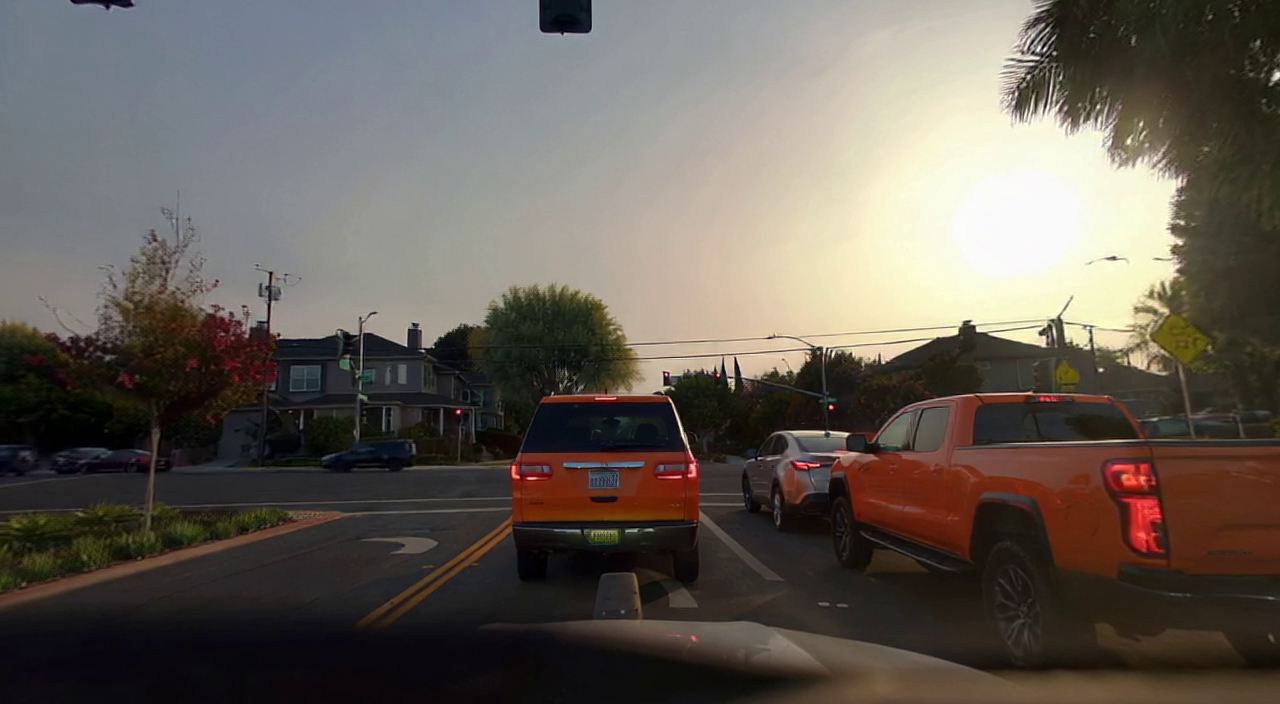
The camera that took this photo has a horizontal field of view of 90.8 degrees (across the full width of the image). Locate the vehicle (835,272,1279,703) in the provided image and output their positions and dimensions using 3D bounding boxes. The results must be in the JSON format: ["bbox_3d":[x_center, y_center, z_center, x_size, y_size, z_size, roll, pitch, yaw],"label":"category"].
[{"bbox_3d":[2.987,0.946,3.892,1.886,1.849,5.070,0,-8,-1],"label":"vehicle"}]

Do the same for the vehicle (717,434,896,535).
[{"bbox_3d":[2.718,2.266,11.532,1.952,1.465,4.421,0,-8,-2],"label":"vehicle"}]

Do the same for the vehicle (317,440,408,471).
[{"bbox_3d":[-15.565,5.817,35.613,4.289,1.672,1.864,1,-8,-9],"label":"vehicle"}]

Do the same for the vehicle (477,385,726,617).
[{"bbox_3d":[-0.264,1.393,6.650,1.915,1.780,3.379,0,-8,1],"label":"vehicle"}]

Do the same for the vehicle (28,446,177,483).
[{"bbox_3d":[-22.891,4.790,27.068,4.533,1.350,1.714,0,-7,-9],"label":"vehicle"}]
